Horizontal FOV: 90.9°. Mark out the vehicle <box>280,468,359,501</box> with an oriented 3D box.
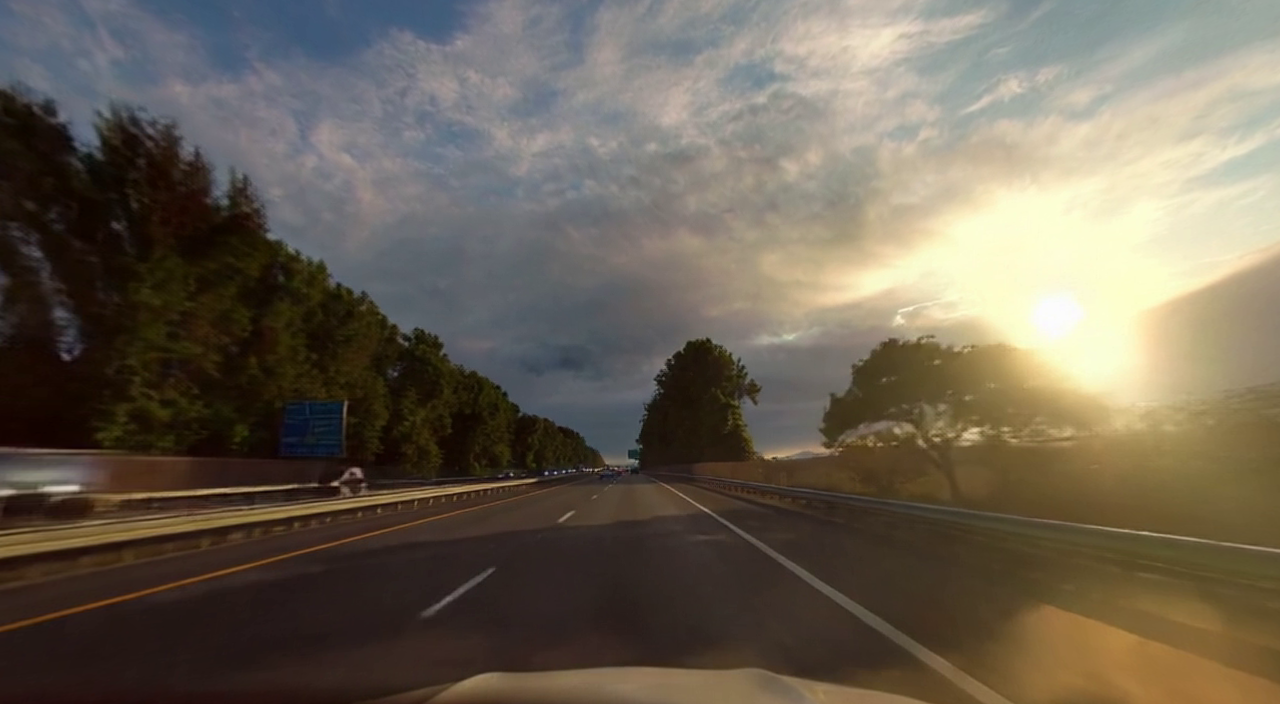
[{"bbox_3d":[-17.061,7.072,33.795,2.059,1.605,4.041,1,-10,0],"label":"vehicle"}]
